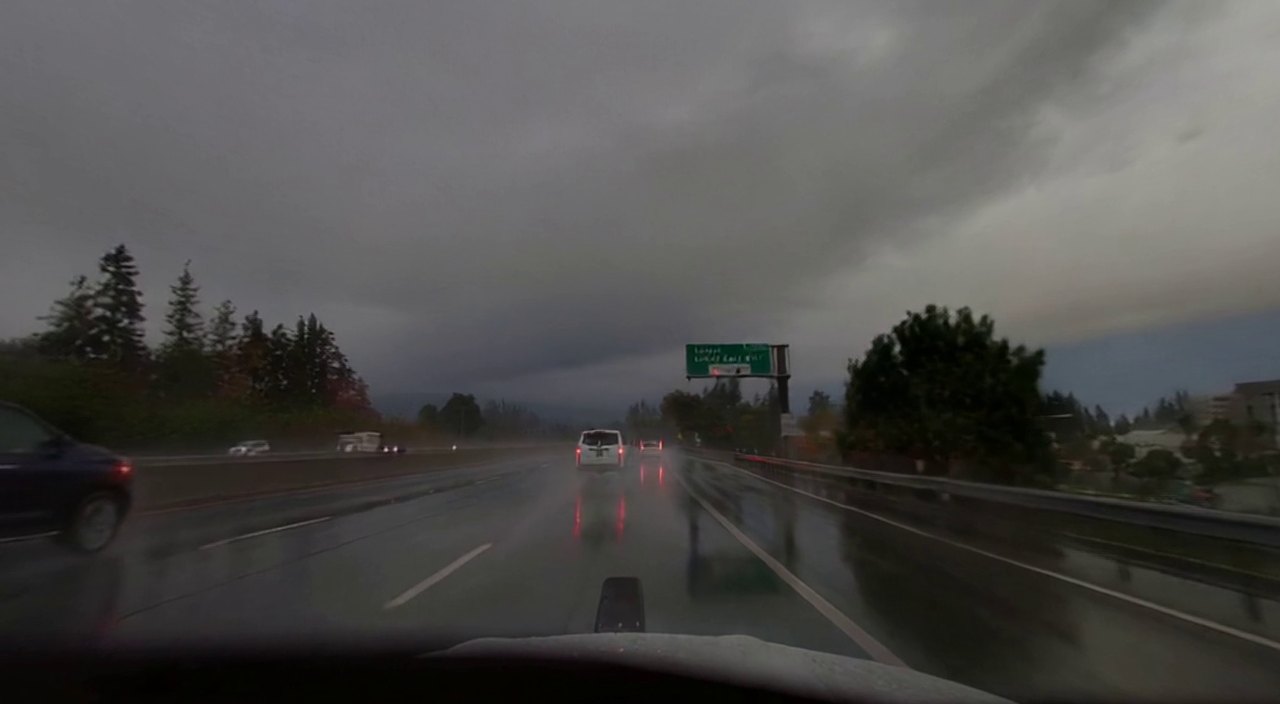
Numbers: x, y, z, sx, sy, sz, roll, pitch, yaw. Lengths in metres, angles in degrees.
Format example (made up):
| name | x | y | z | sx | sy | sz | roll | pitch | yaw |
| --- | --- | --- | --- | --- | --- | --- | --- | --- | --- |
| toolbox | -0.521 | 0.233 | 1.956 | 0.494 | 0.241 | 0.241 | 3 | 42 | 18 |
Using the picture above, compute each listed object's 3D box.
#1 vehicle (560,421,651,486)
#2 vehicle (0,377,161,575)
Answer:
| name | x | y | z | sx | sy | sz | roll | pitch | yaw |
| --- | --- | --- | --- | --- | --- | --- | --- | --- | --- |
| vehicle | -1.007 | 3.506 | 21.966 | 2.497 | 1.957 | 5.432 | -1 | -9 | 4 |
| vehicle | -7.529 | 1.153 | 5.705 | 2.289 | 1.955 | 5.147 | 0 | -9 | 0 |
